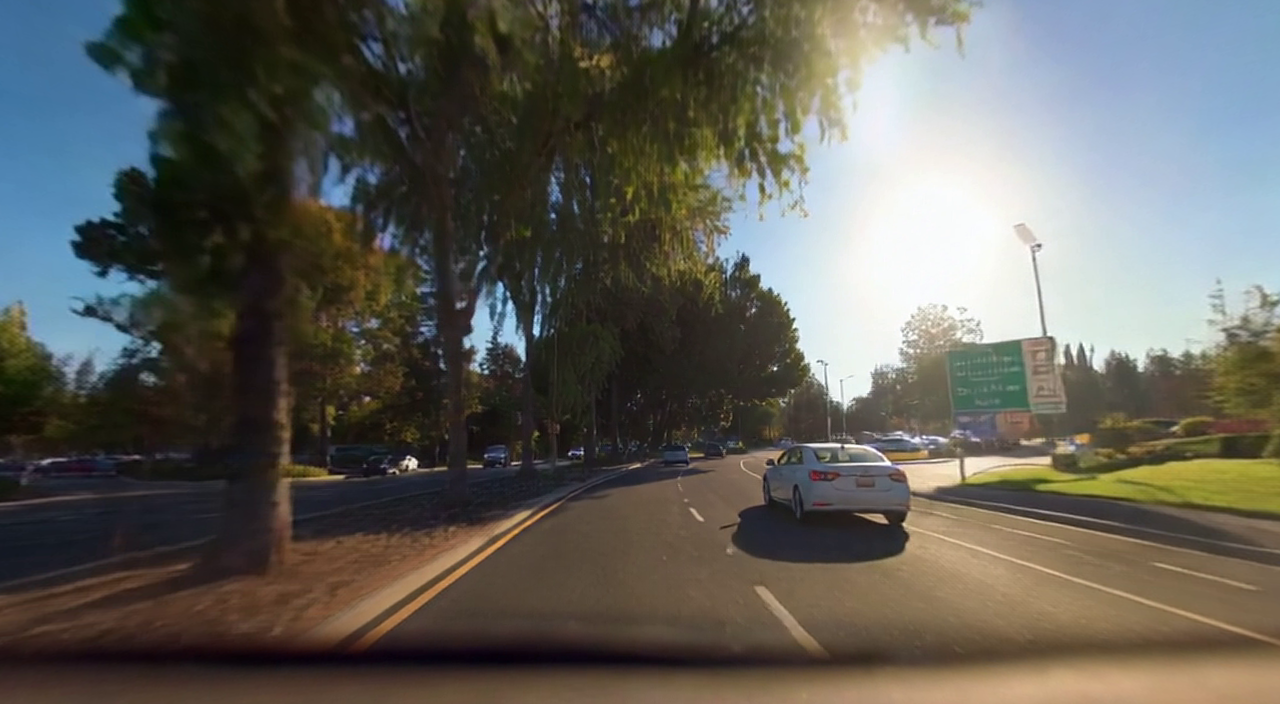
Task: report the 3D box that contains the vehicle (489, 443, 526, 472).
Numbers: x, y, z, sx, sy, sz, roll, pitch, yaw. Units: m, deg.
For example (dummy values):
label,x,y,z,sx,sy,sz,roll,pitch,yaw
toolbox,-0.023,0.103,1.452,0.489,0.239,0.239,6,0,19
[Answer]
label,x,y,z,sx,sy,sz,roll,pitch,yaw
vehicle,-8.463,6.640,40.042,2.045,1.689,4.545,2,-9,-14

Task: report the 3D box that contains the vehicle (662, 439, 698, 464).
label,x,y,z,sx,sy,sz,roll,pitch,yaw
vehicle,2.943,7.191,45.678,2.123,1.703,4.292,-2,-9,9

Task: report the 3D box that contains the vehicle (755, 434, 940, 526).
label,x,y,z,sx,sy,sz,roll,pitch,yaw
vehicle,3.852,2.469,12.862,2.132,1.497,4.827,0,-9,0

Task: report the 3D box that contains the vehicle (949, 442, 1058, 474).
label,x,y,z,sx,sy,sz,roll,pitch,yaw
vehicle,18.083,5.258,31.471,4.652,1.471,1.850,2,-9,-15
